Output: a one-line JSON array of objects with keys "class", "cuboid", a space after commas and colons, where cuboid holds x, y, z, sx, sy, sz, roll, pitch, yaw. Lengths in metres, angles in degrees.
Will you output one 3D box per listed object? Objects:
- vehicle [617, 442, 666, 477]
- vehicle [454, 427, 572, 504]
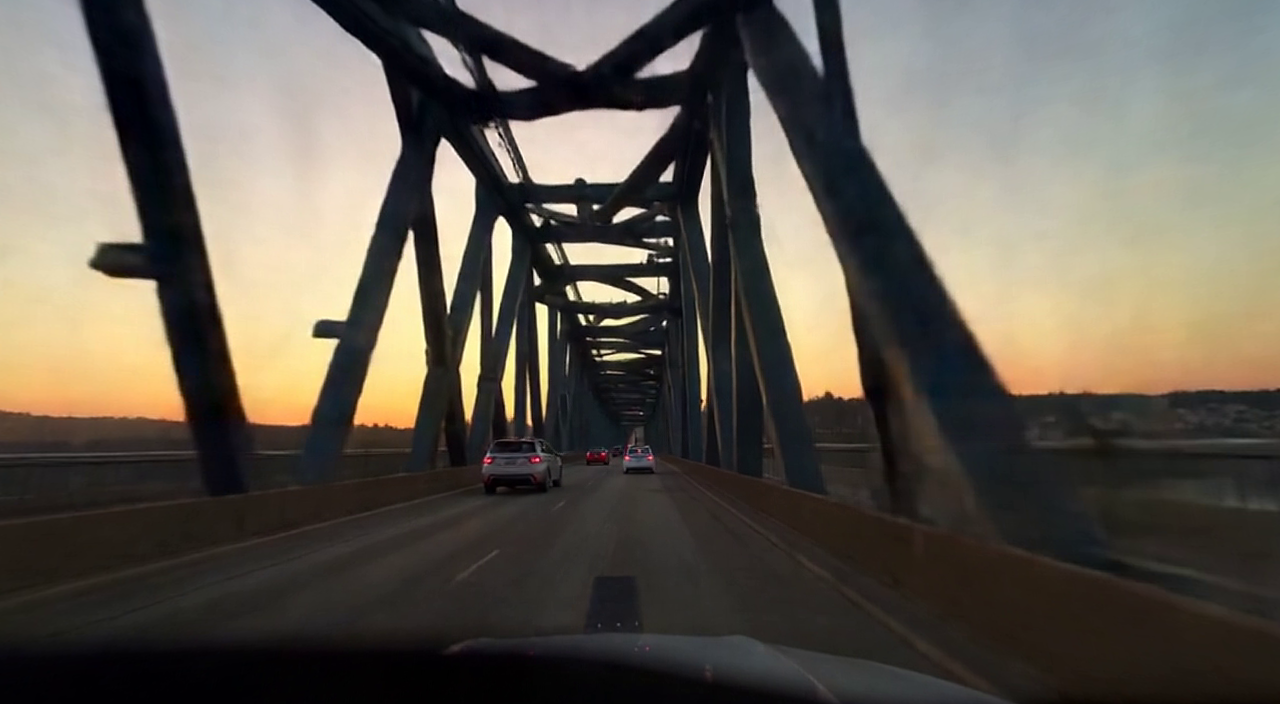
[{"class": "vehicle", "cuboid": [0.037, 4.857, 28.806, 2.048, 1.450, 3.973, 0, -9, -1]}, {"class": "vehicle", "cuboid": [-3.318, 3.095, 17.642, 2.190, 1.807, 4.741, -1, -9, 2]}]
